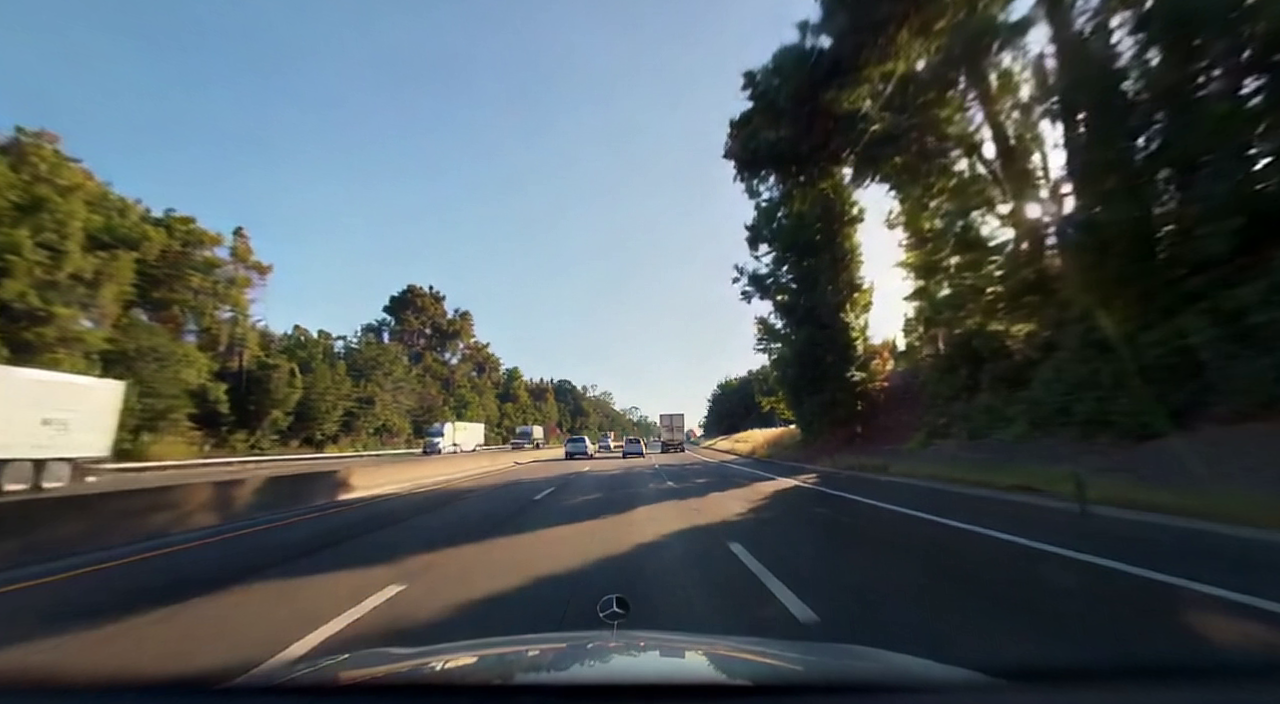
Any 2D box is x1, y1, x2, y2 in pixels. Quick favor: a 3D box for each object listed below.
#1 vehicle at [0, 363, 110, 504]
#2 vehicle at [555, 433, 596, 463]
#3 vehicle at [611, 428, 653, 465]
[{"bbox_3d":[-20.238,1.896,14.980,2.960,4.073,14.112,0,-8,0],"label":"vehicle"},{"bbox_3d":[-3.990,6.081,39.802,2.047,1.757,4.183,-1,-8,1],"label":"vehicle"},{"bbox_3d":[-0.467,5.398,35.952,2.211,1.933,4.315,0,-8,-1],"label":"vehicle"}]
